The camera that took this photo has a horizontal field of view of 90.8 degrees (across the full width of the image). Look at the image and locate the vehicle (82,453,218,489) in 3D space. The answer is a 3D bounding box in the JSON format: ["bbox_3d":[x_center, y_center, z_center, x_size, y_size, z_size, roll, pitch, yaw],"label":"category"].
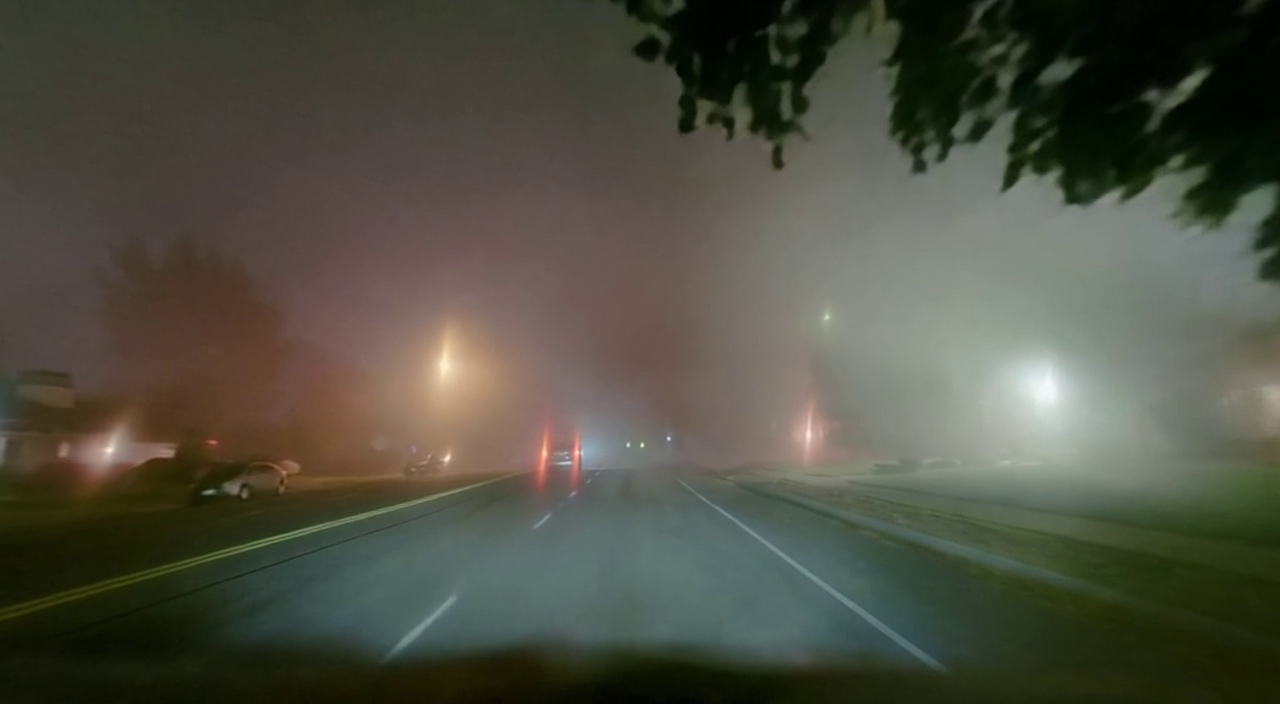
[{"bbox_3d":[-21.724,5.261,28.114,4.669,1.464,1.879,-1,-8,5],"label":"vehicle"}]

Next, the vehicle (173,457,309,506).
[{"bbox_3d":[-14.277,4.638,23.022,1.900,1.494,4.730,0,-8,-1],"label":"vehicle"}]

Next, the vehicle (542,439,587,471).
[{"bbox_3d":[-4.338,5.993,36.998,2.135,1.731,4.232,0,-8,-1],"label":"vehicle"}]

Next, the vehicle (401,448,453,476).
[{"bbox_3d":[-14.541,7.529,43.378,1.966,1.760,4.604,0,-8,-1],"label":"vehicle"}]
